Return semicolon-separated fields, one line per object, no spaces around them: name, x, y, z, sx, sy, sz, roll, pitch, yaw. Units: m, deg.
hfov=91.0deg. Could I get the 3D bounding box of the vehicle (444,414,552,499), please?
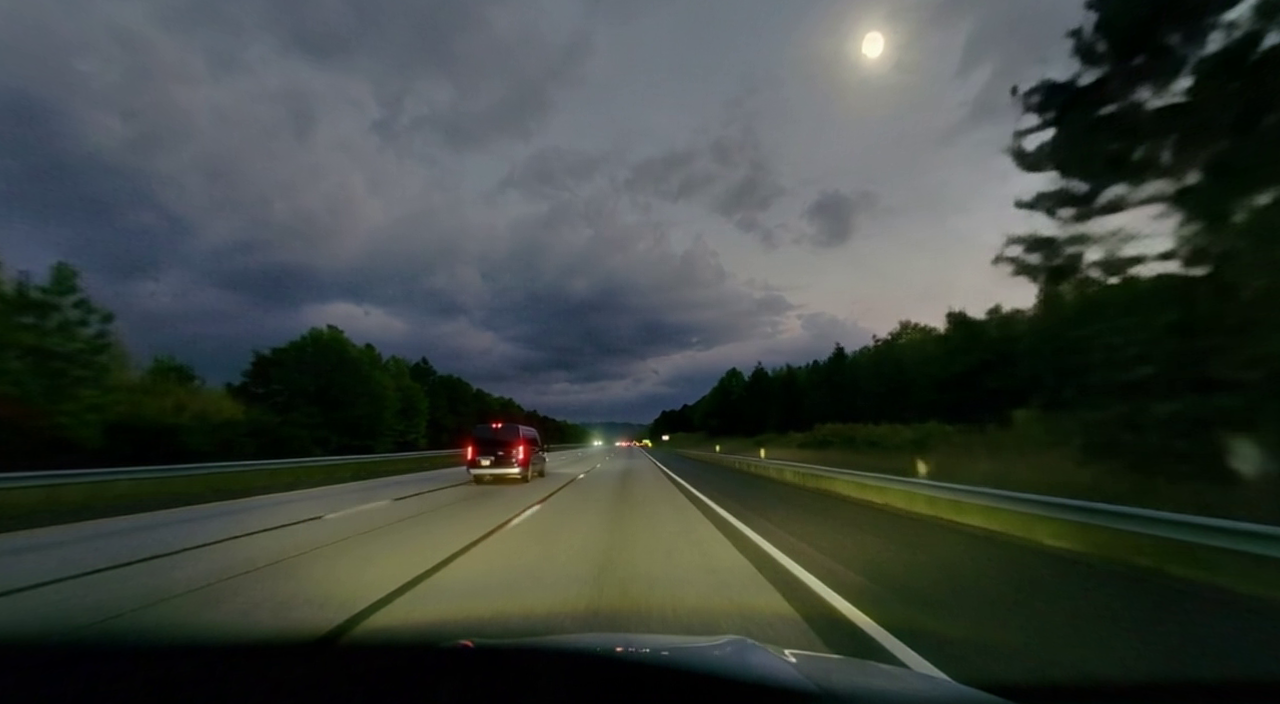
vehicle;-3.782;2.896;17.750;1.976;2.029;4.737;-1;-8;0
